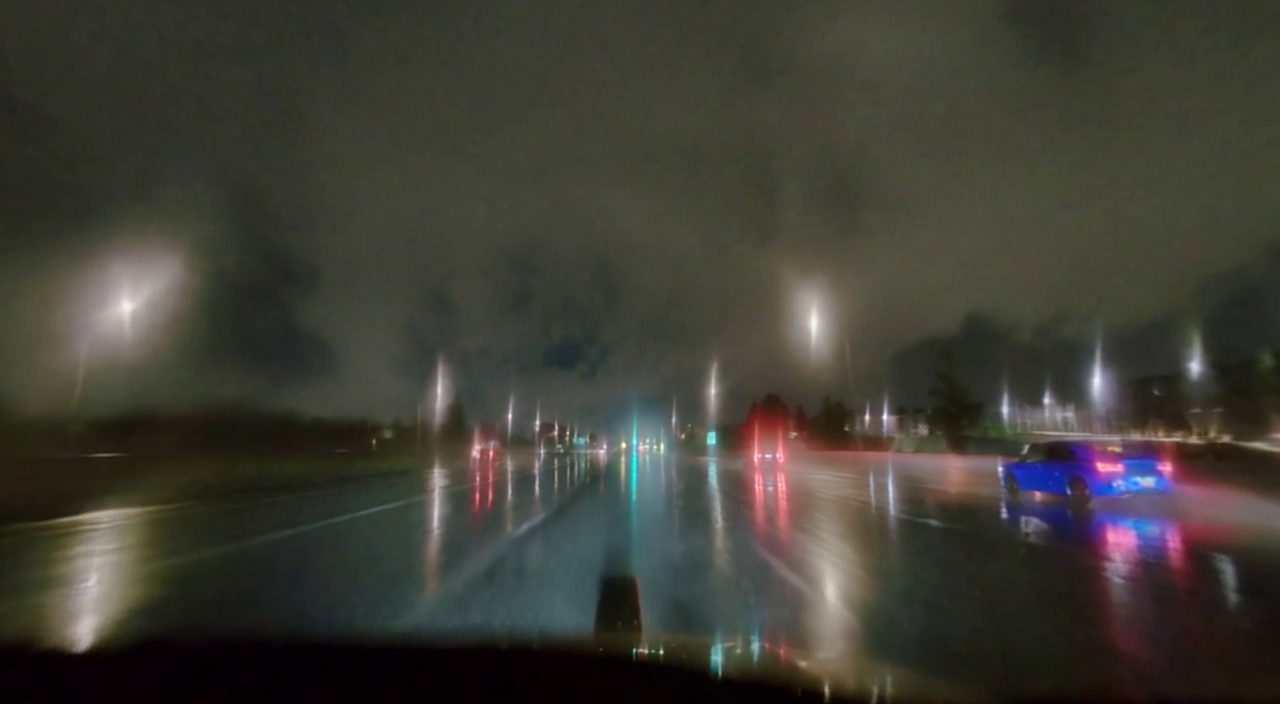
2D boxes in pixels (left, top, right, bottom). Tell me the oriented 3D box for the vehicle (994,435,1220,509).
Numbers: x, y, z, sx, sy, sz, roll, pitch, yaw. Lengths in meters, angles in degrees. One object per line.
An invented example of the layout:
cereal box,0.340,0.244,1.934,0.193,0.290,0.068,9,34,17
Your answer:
vehicle,10.909,2.819,15.306,1.985,1.493,4.486,0,-9,-1

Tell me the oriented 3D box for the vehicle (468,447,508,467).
vehicle,-11.393,7.884,47.735,1.921,1.452,4.429,0,-9,0
